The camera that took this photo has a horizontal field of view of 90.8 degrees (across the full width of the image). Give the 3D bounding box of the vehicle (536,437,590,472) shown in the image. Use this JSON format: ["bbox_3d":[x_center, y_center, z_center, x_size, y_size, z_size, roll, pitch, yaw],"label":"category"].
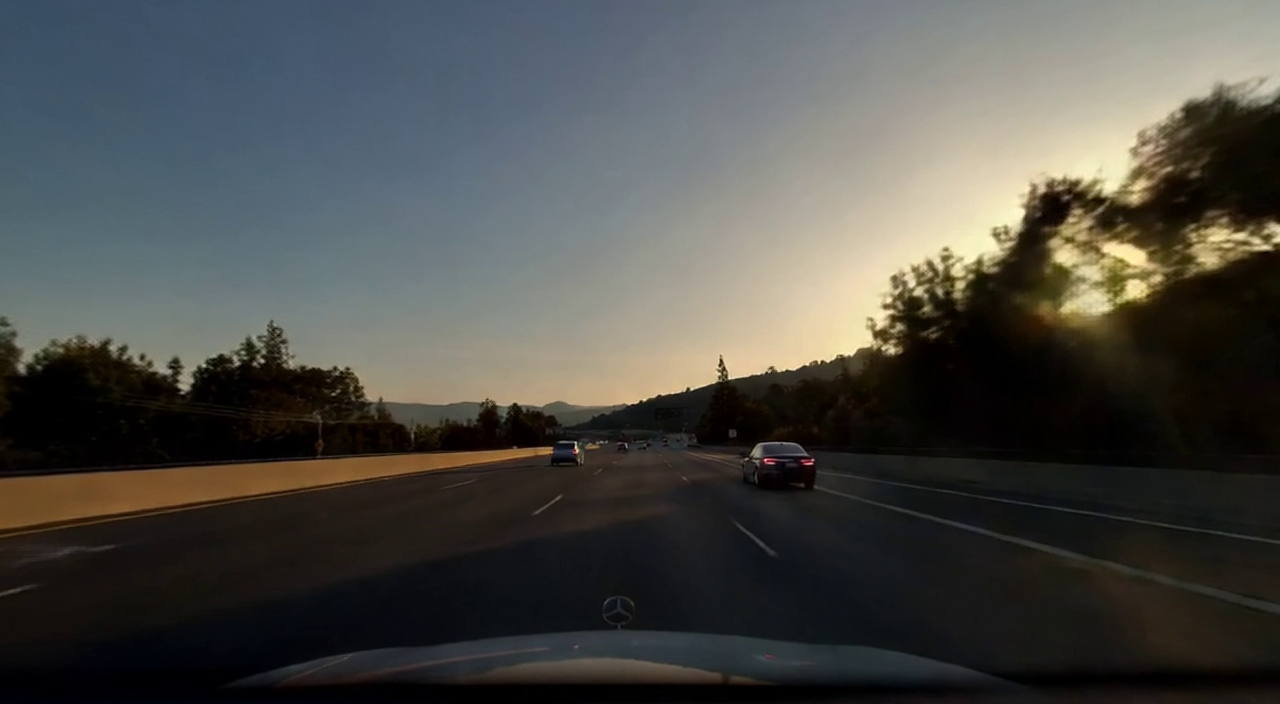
[{"bbox_3d":[-3.765,5.088,31.642,2.048,1.618,4.424,0,-9,1],"label":"vehicle"}]

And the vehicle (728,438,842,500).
[{"bbox_3d":[3.884,3.205,17.729,2.060,1.485,4.274,0,-9,-2],"label":"vehicle"}]
